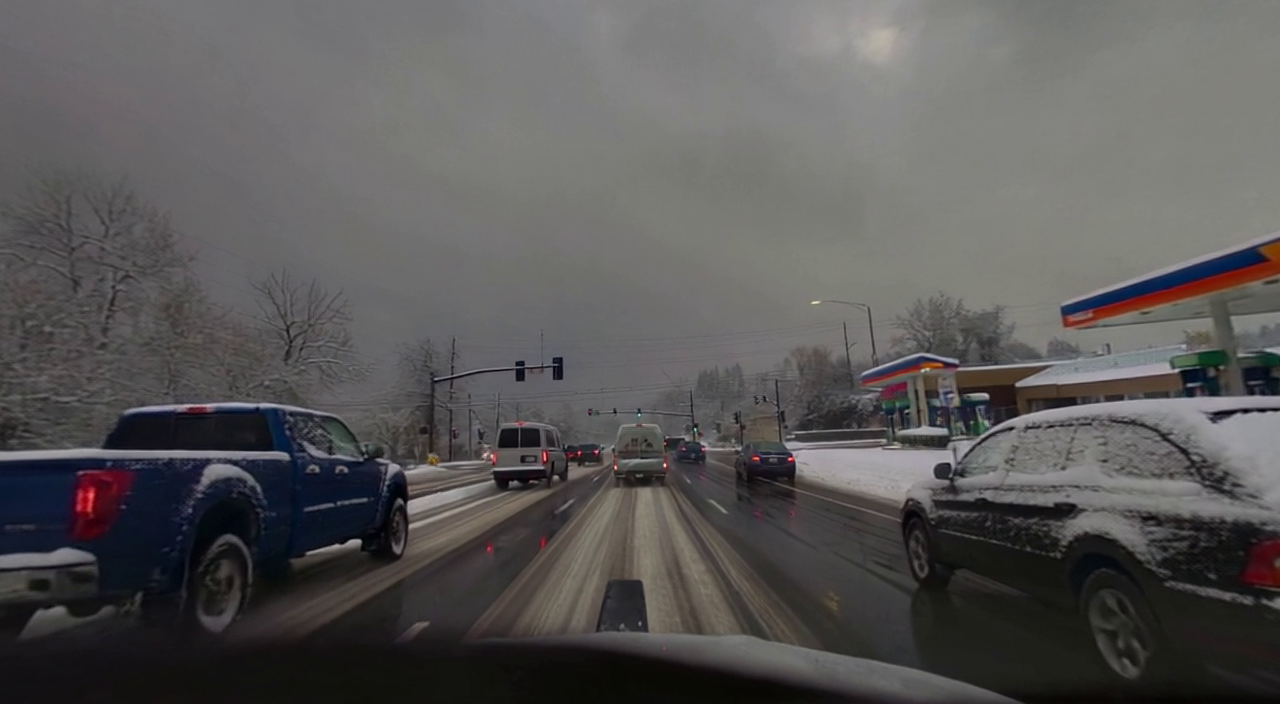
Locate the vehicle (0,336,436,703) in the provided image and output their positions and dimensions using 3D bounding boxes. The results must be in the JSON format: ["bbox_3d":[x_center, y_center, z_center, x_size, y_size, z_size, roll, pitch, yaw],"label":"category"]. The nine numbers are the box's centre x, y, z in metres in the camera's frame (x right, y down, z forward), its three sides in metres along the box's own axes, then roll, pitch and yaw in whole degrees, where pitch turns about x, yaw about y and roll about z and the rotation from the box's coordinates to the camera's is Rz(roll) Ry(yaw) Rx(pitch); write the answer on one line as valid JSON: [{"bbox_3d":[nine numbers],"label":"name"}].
[{"bbox_3d":[-3.490,1.171,4.868,2.002,1.747,5.173,0,-8,1],"label":"vehicle"}]

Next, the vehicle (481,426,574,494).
[{"bbox_3d":[-3.488,3.483,20.562,2.025,1.936,4.995,0,-8,1],"label":"vehicle"}]

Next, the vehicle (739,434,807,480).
[{"bbox_3d":[5.349,4.283,25.841,2.119,1.696,4.623,-1,-8,5],"label":"vehicle"}]

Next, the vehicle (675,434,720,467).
[{"bbox_3d":[3.326,5.854,37.415,2.193,1.795,5.130,0,-8,0],"label":"vehicle"}]

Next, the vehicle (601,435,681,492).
[{"bbox_3d":[0.059,3.772,21.793,2.426,1.703,5.602,0,-8,0],"label":"vehicle"}]

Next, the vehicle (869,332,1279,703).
[{"bbox_3d":[3.587,1.118,4.505,2.055,1.786,4.817,0,-8,0],"label":"vehicle"}]
